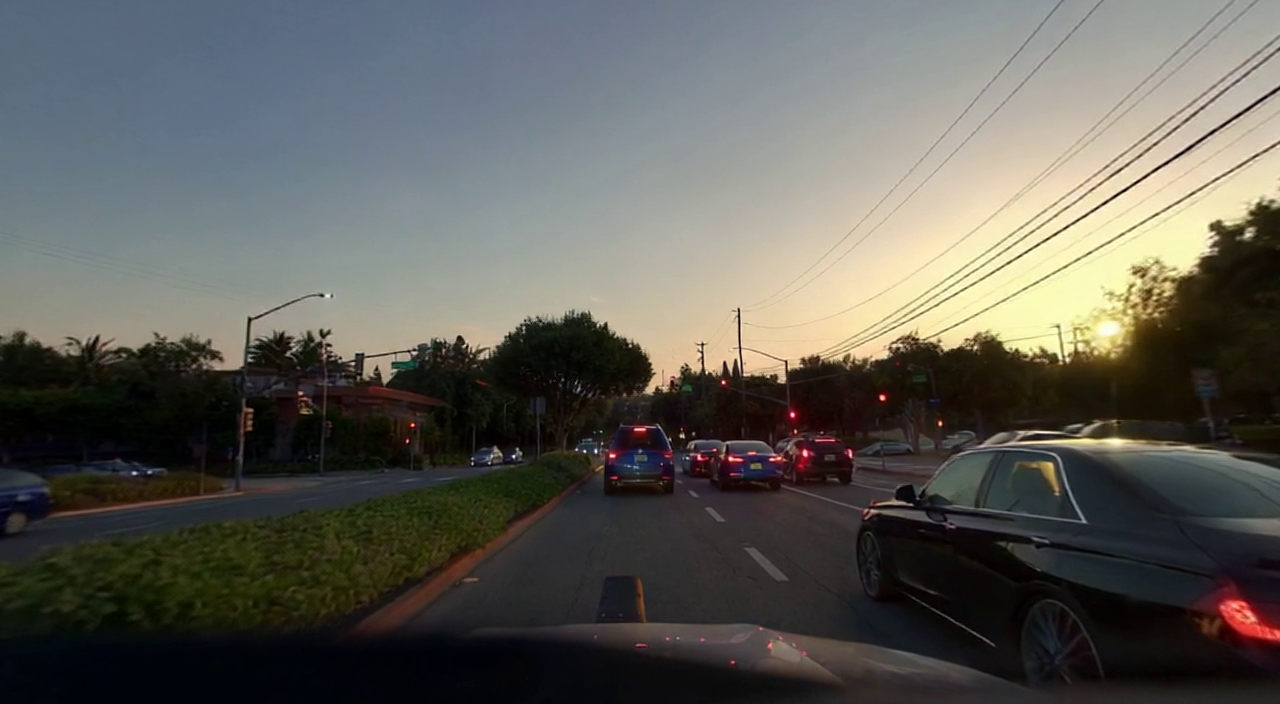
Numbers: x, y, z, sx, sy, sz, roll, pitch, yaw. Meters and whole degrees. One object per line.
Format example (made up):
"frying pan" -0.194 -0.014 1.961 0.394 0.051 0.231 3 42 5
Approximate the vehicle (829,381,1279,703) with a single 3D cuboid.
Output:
"vehicle" 2.770 1.088 3.578 2.004 1.460 4.297 0 -9 -1

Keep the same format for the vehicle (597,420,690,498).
"vehicle" 0.078 2.939 17.703 2.236 1.856 4.816 0 -9 0

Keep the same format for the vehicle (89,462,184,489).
"vehicle" -33.212 8.151 41.777 4.550 1.601 1.766 1 -9 -5

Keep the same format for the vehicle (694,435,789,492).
"vehicle" 2.861 3.273 18.844 2.025 1.477 4.333 0 -9 -2
